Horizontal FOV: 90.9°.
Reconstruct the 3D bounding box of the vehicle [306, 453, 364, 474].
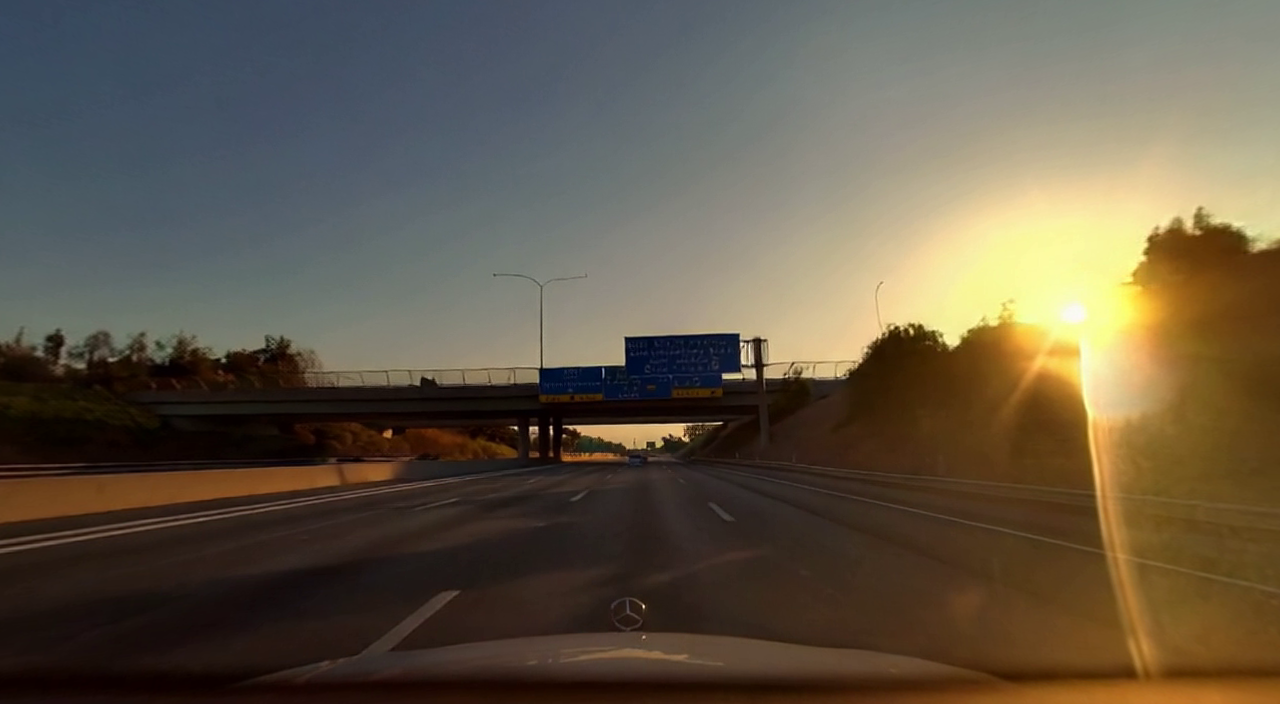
[{"bbox_3d":[-22.647,8.305,46.982,2.033,1.455,4.424,0,-9,1],"label":"vehicle"}]
